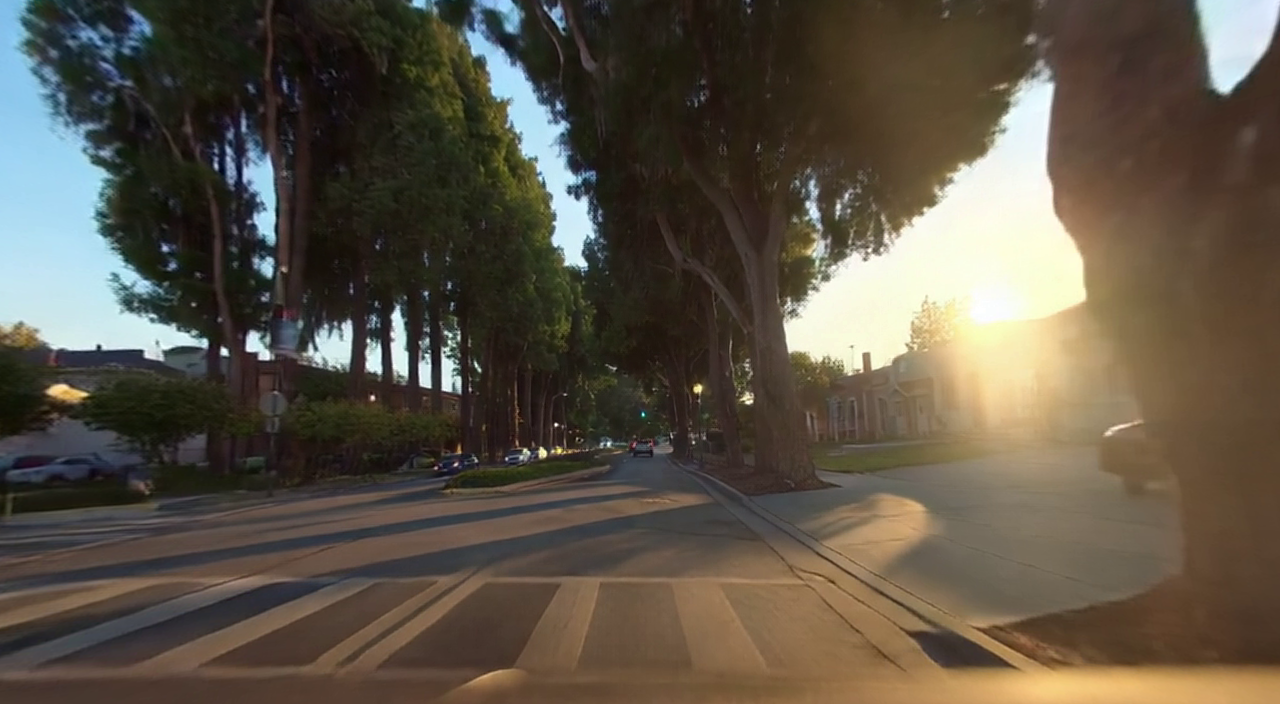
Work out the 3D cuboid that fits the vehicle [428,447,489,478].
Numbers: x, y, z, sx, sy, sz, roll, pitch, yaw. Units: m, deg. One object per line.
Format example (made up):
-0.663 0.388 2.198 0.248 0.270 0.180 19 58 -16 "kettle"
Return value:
-9.830 5.986 34.504 1.892 1.484 4.576 0 -8 2 "vehicle"
